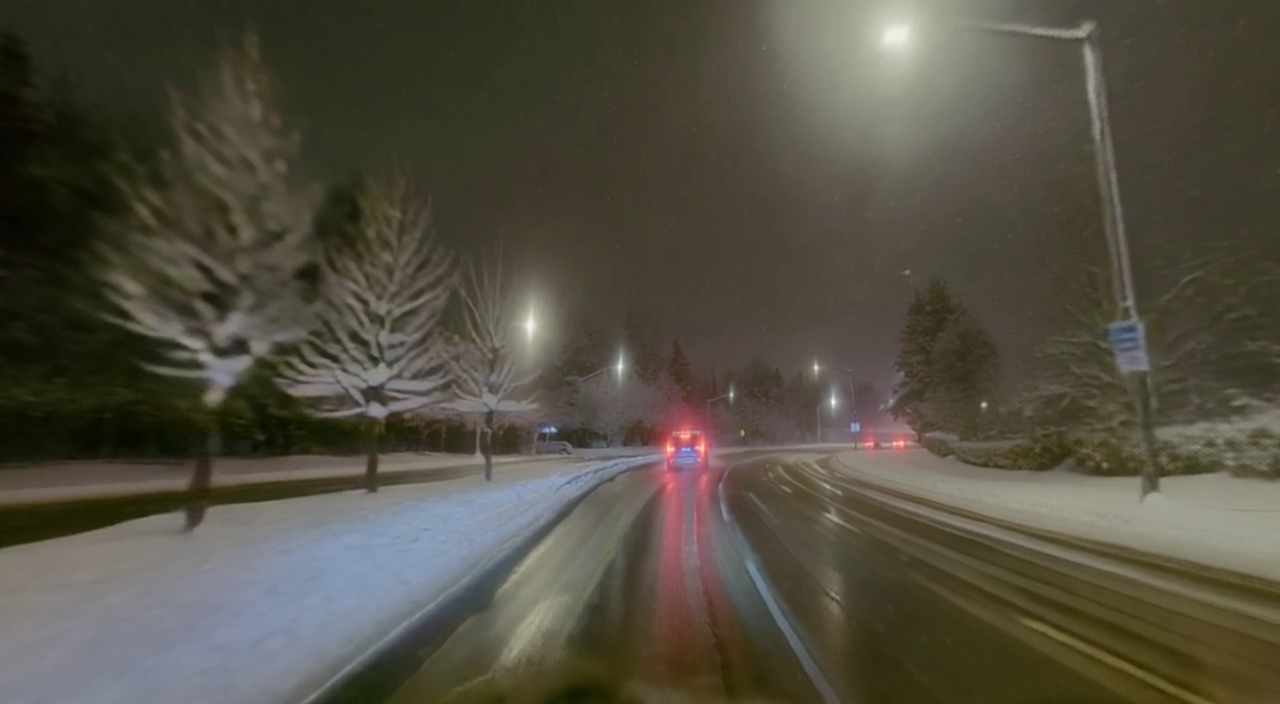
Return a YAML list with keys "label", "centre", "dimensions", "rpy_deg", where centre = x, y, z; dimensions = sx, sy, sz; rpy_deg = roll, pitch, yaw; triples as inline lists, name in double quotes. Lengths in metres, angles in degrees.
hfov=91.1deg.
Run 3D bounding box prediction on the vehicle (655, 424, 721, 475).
- label: "vehicle"
  centre: [2.183, 4.145, 26.979]
  dimensions: [2.371, 1.926, 5.615]
  rpy_deg: [-1, -8, 9]
